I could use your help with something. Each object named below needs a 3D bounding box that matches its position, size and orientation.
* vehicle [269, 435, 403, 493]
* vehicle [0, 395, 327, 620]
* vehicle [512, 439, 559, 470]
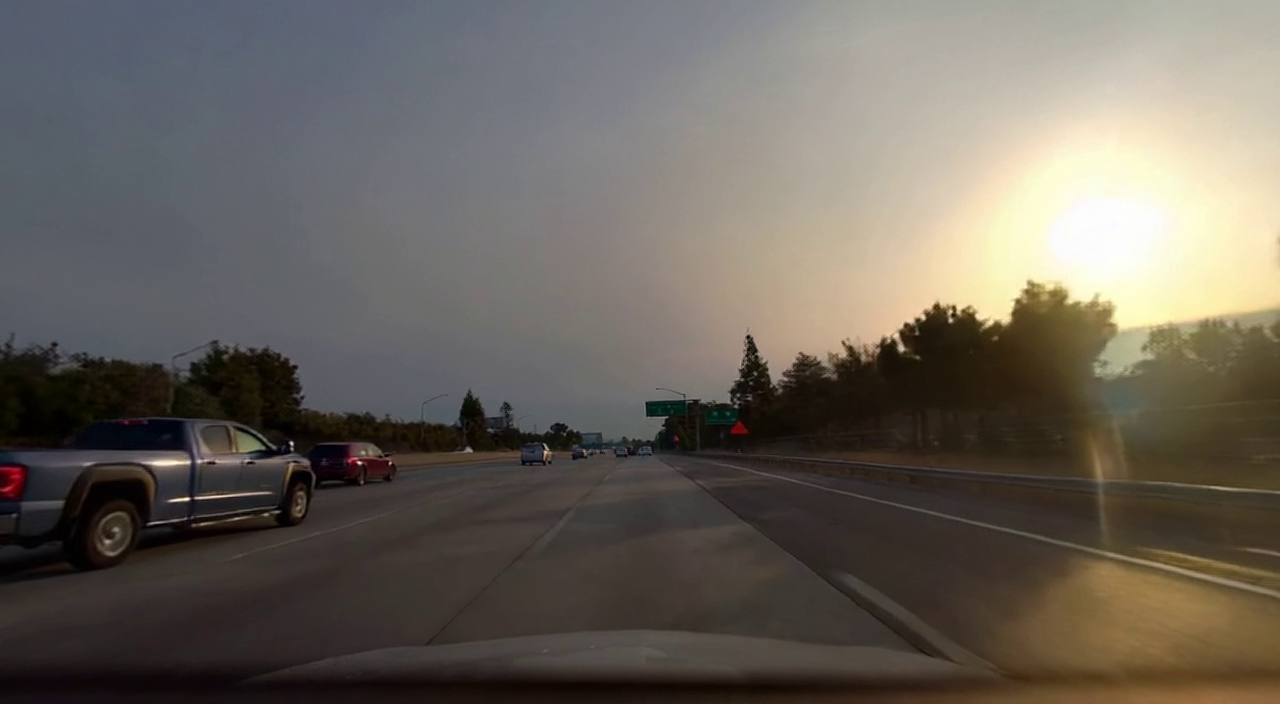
[{"bbox_3d":[-9.665,3.592,20.573,2.060,1.662,4.469,0,-8,1],"label":"vehicle"},{"bbox_3d":[-6.278,1.527,6.993,2.403,1.773,6.276,0,-8,0],"label":"vehicle"},{"bbox_3d":[-6.145,6.086,37.598,2.009,1.735,4.358,0,-8,1],"label":"vehicle"}]
